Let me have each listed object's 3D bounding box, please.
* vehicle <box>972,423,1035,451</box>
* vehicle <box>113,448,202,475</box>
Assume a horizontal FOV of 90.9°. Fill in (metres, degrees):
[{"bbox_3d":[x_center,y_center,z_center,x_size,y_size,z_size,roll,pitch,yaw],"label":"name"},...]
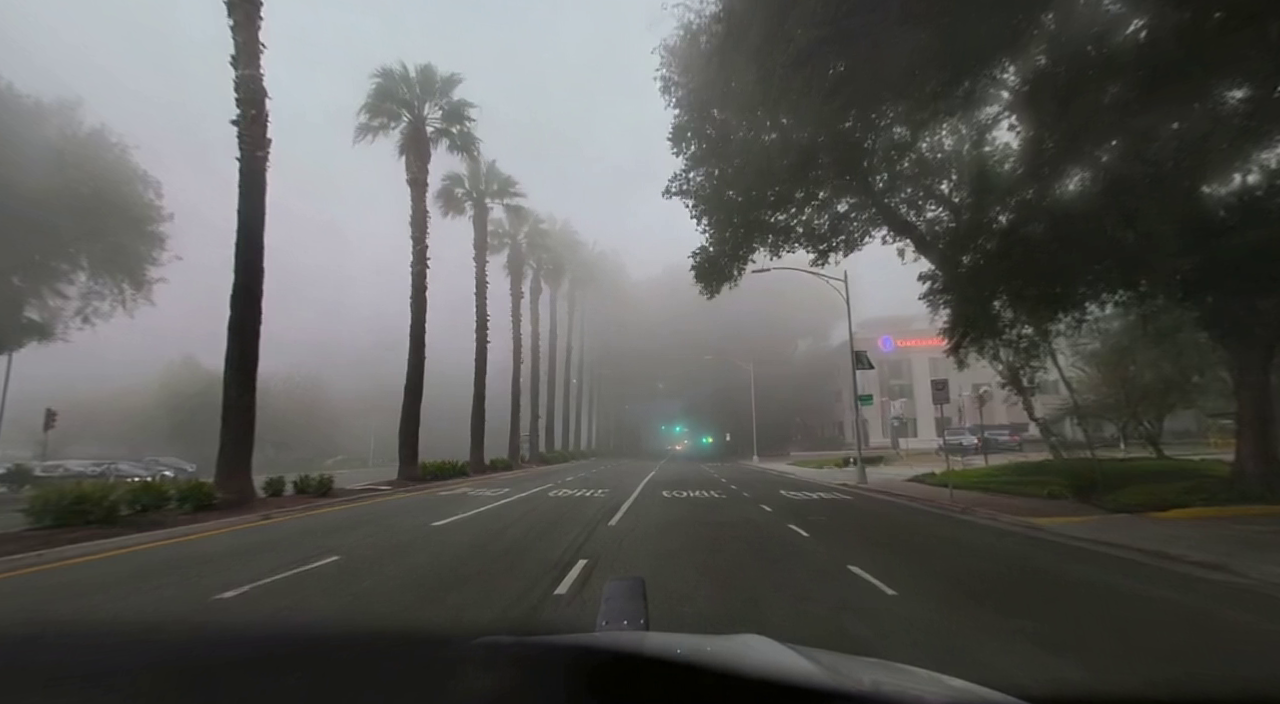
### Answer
[{"bbox_3d":[25.254,5.952,43.987,2.222,1.818,5.099,-2,-9,12],"label":"vehicle"},{"bbox_3d":[-33.600,7.625,44.110,2.020,1.768,5.003,-1,-8,5],"label":"vehicle"}]
